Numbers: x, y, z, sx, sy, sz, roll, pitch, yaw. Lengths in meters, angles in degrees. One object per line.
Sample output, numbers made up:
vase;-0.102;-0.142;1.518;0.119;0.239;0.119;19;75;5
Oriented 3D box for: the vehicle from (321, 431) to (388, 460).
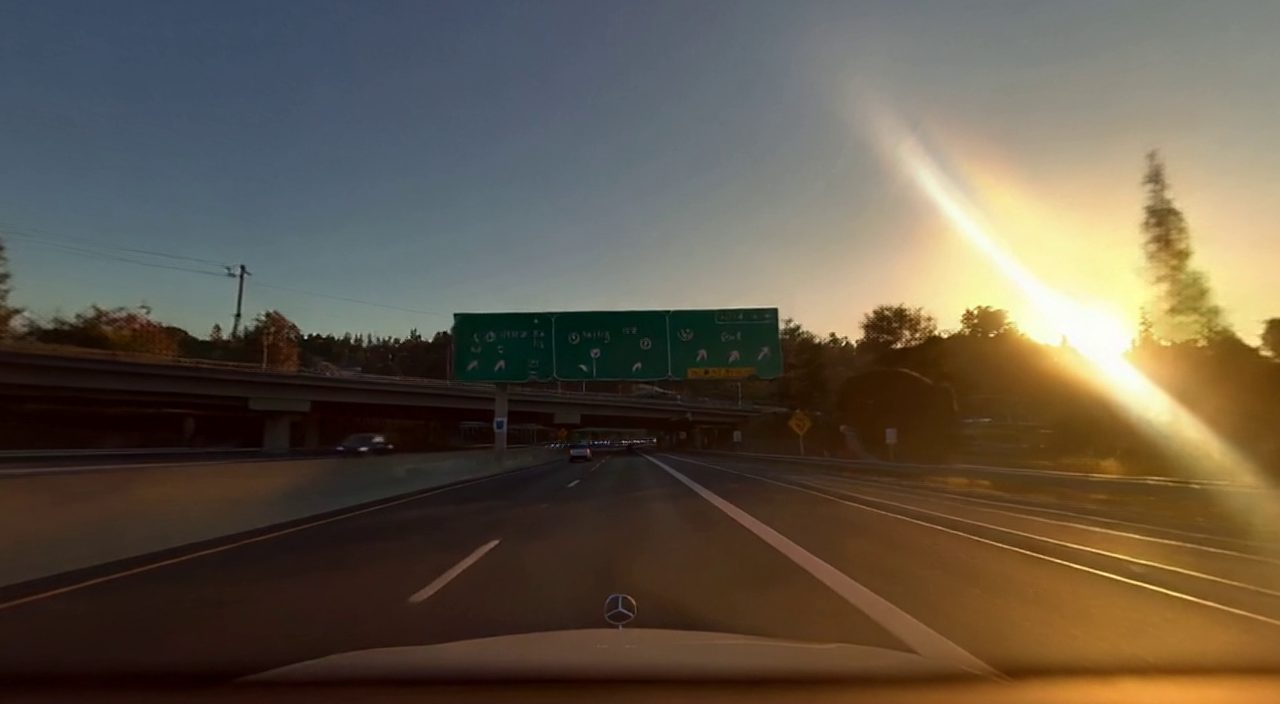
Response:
vehicle;-16.504;5.443;36.447;1.978;1.530;4.057;0;-9;-1
